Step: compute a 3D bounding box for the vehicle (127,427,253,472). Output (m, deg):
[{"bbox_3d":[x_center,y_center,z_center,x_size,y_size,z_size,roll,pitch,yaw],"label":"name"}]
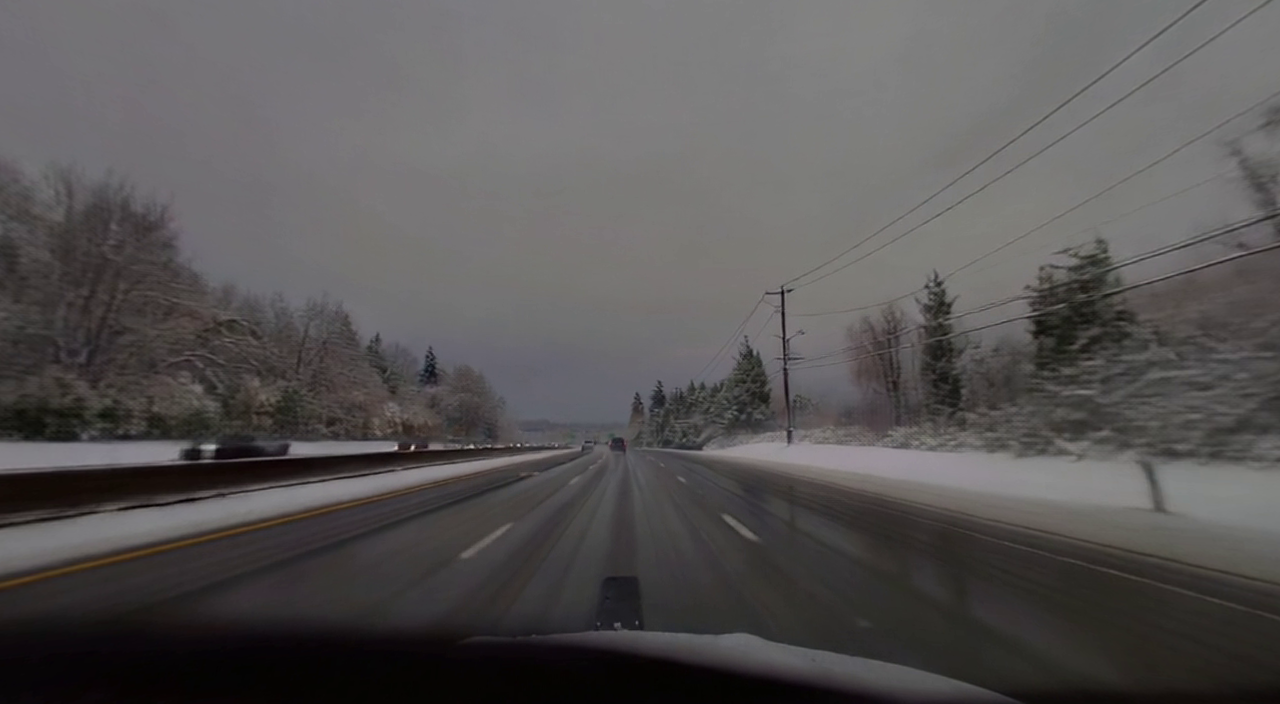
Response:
[{"bbox_3d":[-18.571,4.054,26.397,1.965,1.682,4.576,0,-8,-2],"label":"vehicle"}]
